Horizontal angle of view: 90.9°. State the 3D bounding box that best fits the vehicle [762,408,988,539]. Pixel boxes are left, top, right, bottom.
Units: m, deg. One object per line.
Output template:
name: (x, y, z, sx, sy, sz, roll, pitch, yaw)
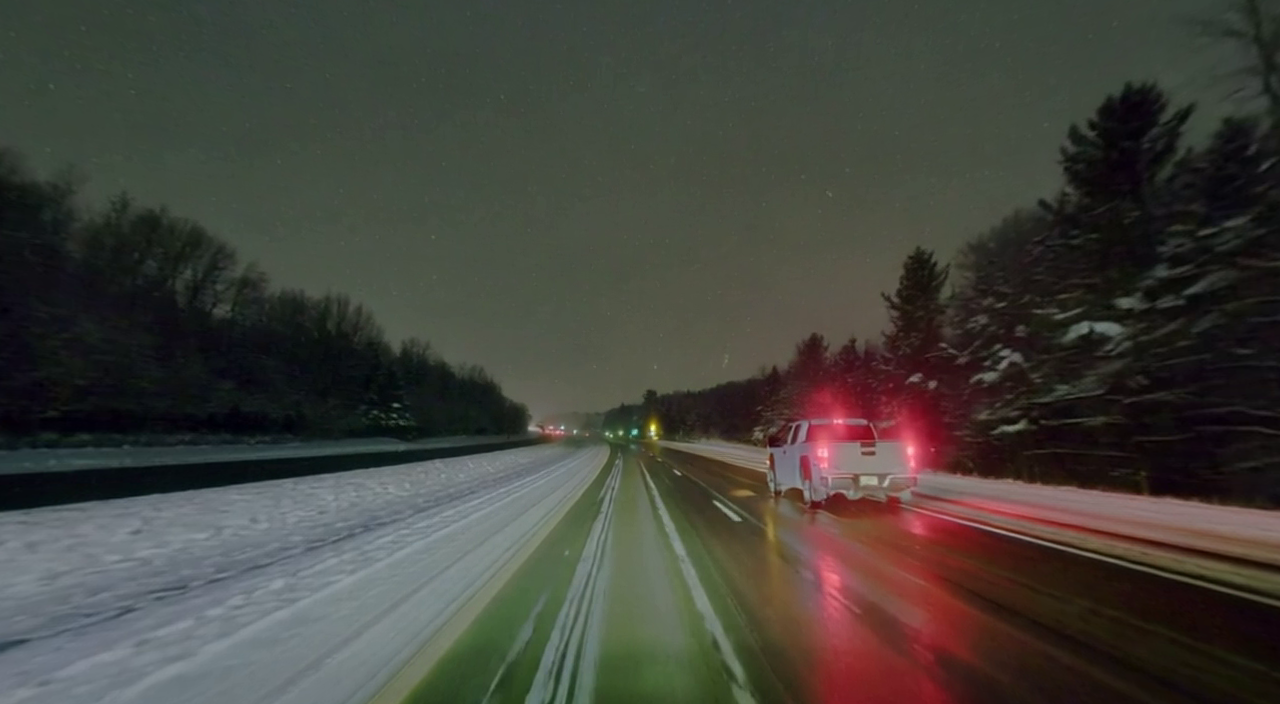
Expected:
vehicle: (3.432, 1.835, 10.207, 1.941, 1.655, 4.137, 0, -8, -2)
